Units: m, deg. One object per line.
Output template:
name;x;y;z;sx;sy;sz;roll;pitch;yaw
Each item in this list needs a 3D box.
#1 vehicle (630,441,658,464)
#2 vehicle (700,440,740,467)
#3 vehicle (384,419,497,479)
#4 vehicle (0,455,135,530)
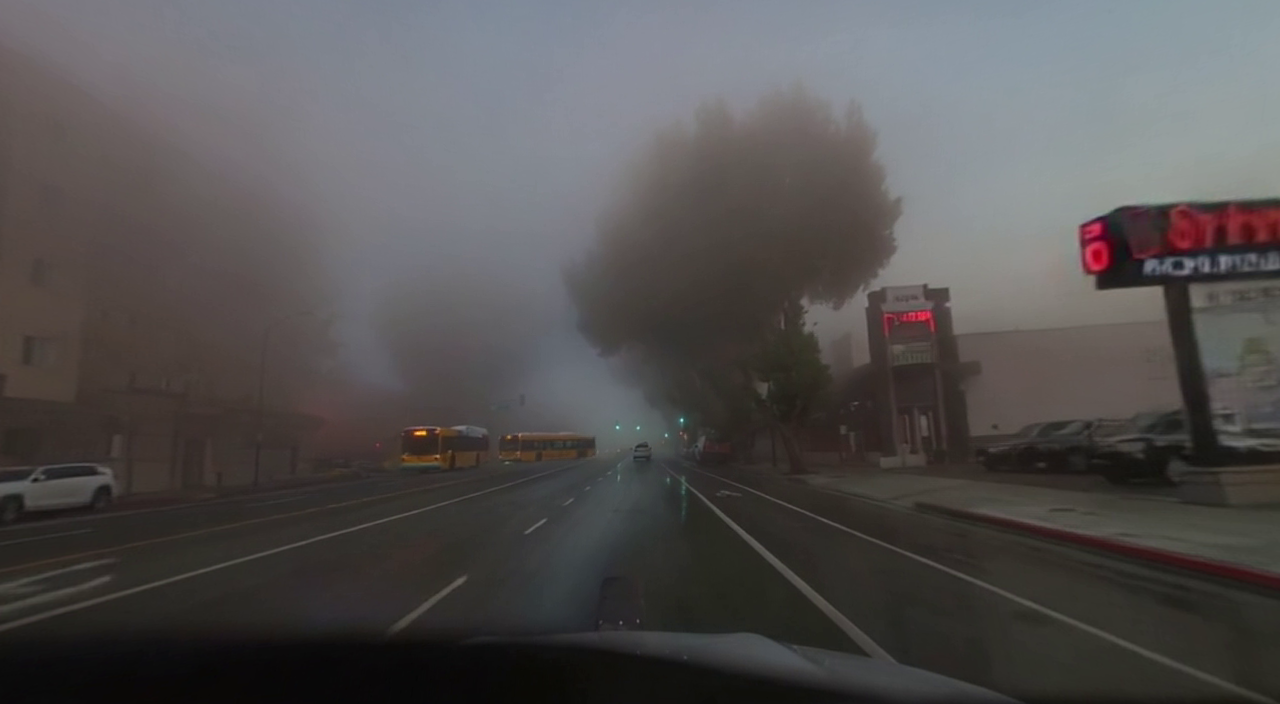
vehicle;0.256;7.844;49.235;2.089;1.699;4.650;0;-9;-1
vehicle;5.193;6.648;41.370;2.014;1.681;4.332;0;-9;0
vehicle;-12.650;6.448;41.755;3.356;3.365;12.460;0;-9;1
vehicle;-17.468;3.943;18.115;1.896;1.844;4.620;0;-9;1
